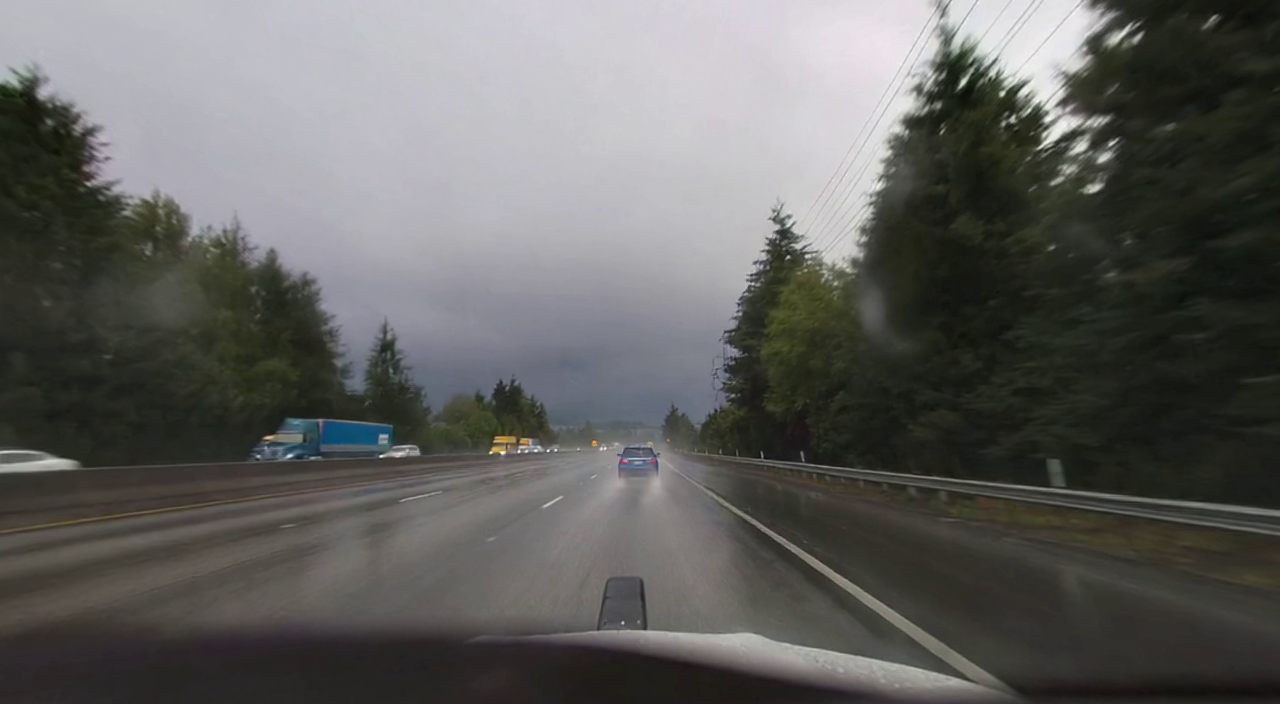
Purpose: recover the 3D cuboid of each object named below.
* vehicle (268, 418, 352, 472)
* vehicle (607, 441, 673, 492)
[{"bbox_3d":[-24.877,7.049,47.867,2.921,3.795,5.976,0,-9,0],"label":"vehicle"},{"bbox_3d":[-0.026,3.744,20.924,1.966,1.499,4.298,0,-9,-1],"label":"vehicle"}]
